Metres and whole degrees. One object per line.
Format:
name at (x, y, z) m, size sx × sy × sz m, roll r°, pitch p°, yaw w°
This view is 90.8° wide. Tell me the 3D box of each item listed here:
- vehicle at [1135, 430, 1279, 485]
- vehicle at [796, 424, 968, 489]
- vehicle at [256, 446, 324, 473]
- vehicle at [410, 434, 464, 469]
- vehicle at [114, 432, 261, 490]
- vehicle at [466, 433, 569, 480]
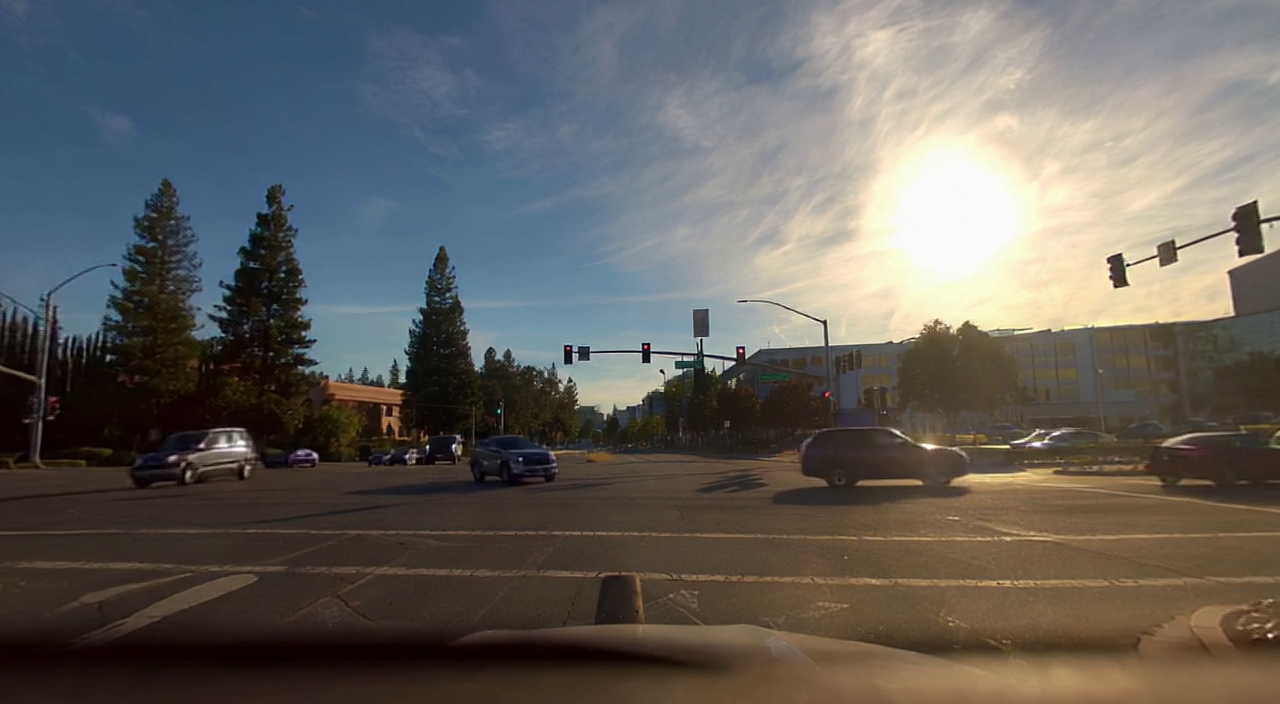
vehicle at (17.320, 2.995, 18.093) m, size 4.532 × 1.467 × 2.135 m, roll 0°, pitch -9°, yaw -4°
vehicle at (7.536, 3.289, 20.073) m, size 4.767 × 1.877 × 2.017 m, roll -3°, pitch -9°, yaw 19°
vehicle at (-23.024, 7.077, 41.740) m, size 1.938 × 1.676 × 4.483 m, roll 0°, pitch -9°, yaw 0°
vehicle at (-12.205, 6.010, 38.391) m, size 2.223 × 1.972 × 5.310 m, roll 1°, pitch -8°, yaw -8°
vehicle at (-16.371, 3.956, 23.245) m, size 1.977 × 1.878 × 4.575 m, roll 0°, pitch -9°, yaw 0°
vehicle at (-4.890, 4.104, 24.985) m, size 1.982 × 1.678 × 4.180 m, roll 8°, pitch -12°, yaw -44°
